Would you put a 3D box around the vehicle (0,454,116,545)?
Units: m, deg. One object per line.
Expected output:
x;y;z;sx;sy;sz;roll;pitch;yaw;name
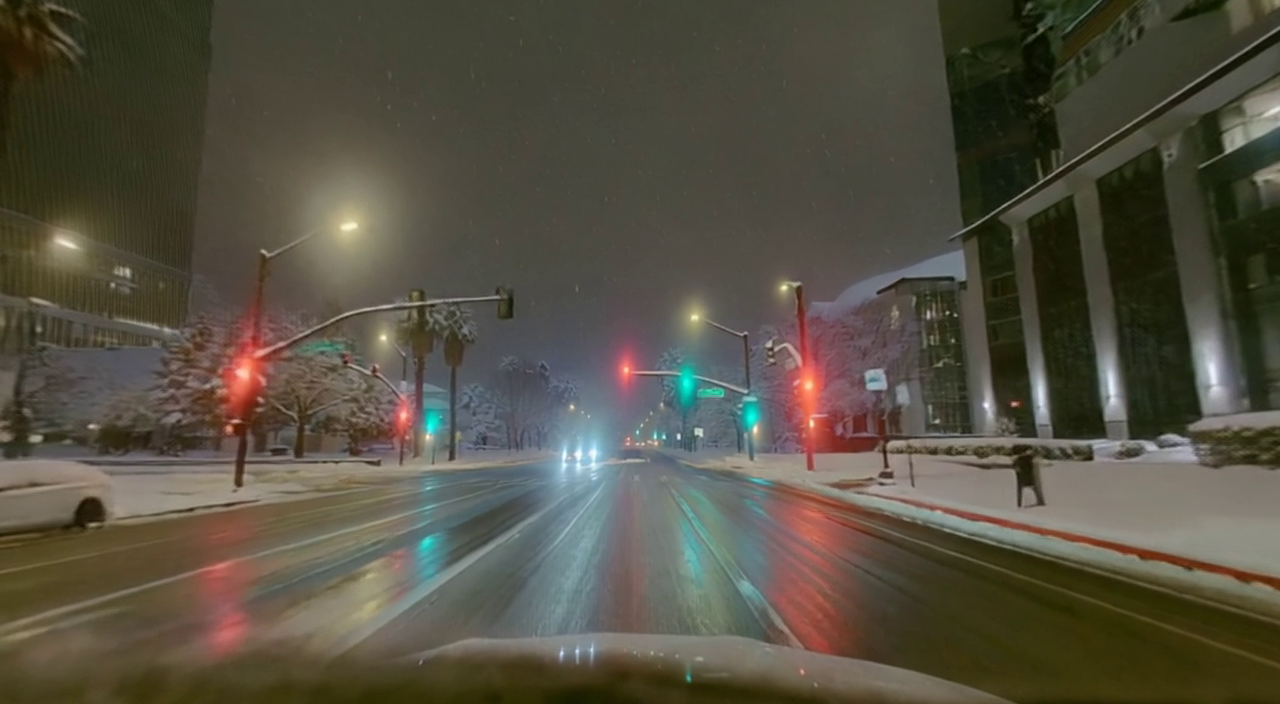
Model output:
-13.202;3.021;12.697;1.913;1.694;4.462;-5;-8;-6;vehicle
